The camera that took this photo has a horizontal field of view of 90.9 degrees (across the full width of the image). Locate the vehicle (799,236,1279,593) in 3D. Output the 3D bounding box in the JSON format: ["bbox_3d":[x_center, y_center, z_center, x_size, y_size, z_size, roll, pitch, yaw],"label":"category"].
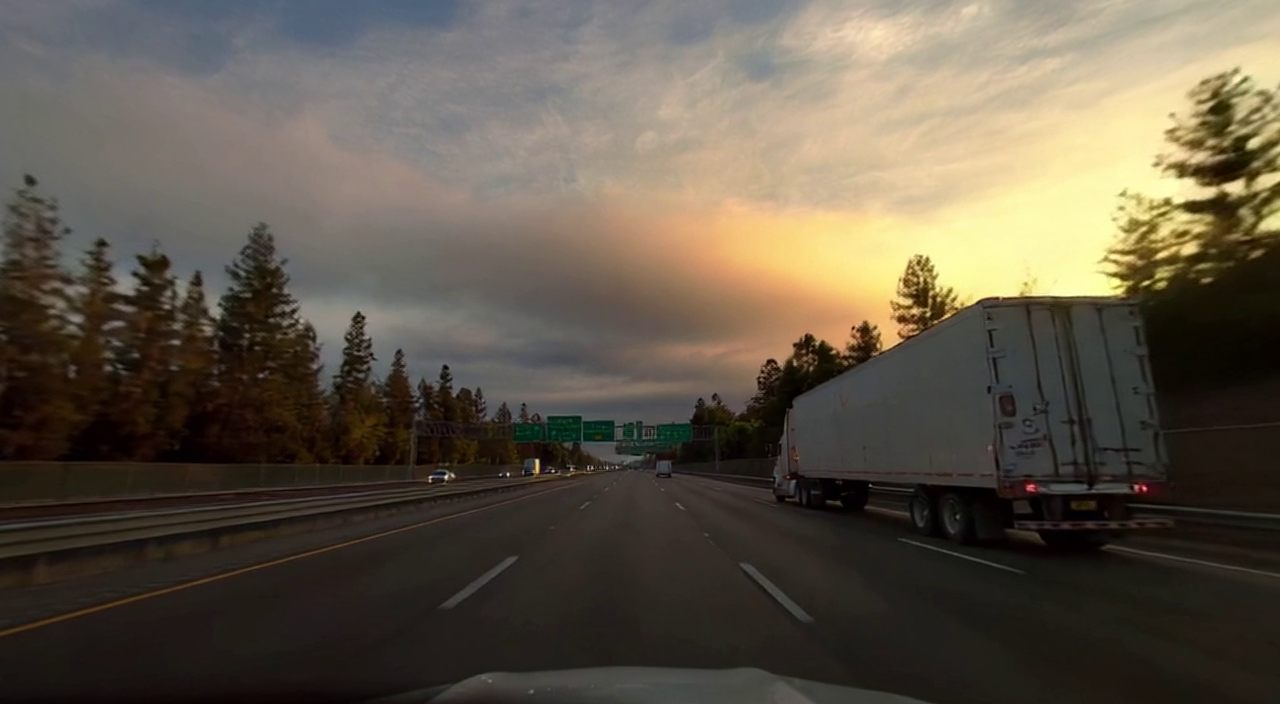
[{"bbox_3d":[6.851,1.872,14.028,2.926,4.073,13.836,1,-10,0],"label":"vehicle"}]

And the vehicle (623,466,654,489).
[{"bbox_3d":[-0.111,8.687,43.709,2.029,1.459,3.684,1,-10,0],"label":"vehicle"}]
